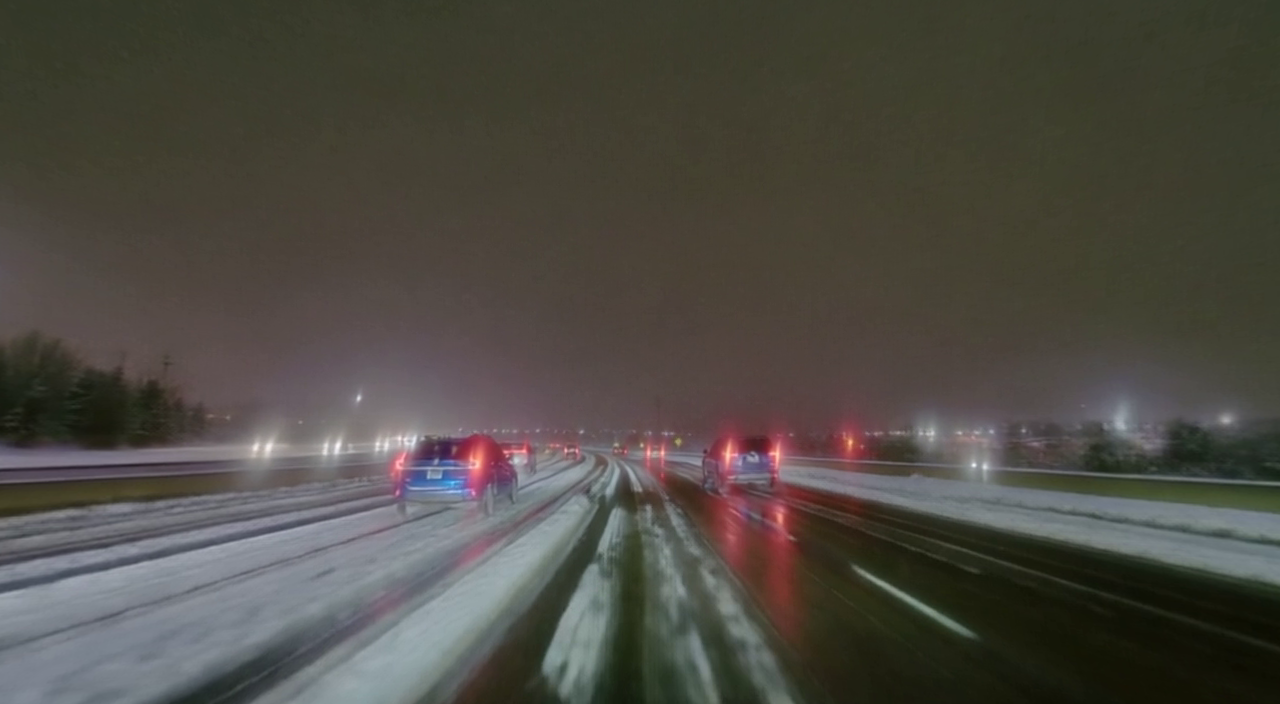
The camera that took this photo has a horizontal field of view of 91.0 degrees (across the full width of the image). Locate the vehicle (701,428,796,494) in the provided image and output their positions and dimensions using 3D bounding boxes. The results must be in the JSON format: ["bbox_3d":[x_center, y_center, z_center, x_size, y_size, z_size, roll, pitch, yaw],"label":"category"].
[{"bbox_3d":[3.341,3.481,20.384,2.153,1.860,4.689,0,-9,-1],"label":"vehicle"}]

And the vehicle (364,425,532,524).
[{"bbox_3d":[-3.832,2.554,13.613,2.214,1.743,4.465,0,-9,0],"label":"vehicle"}]
